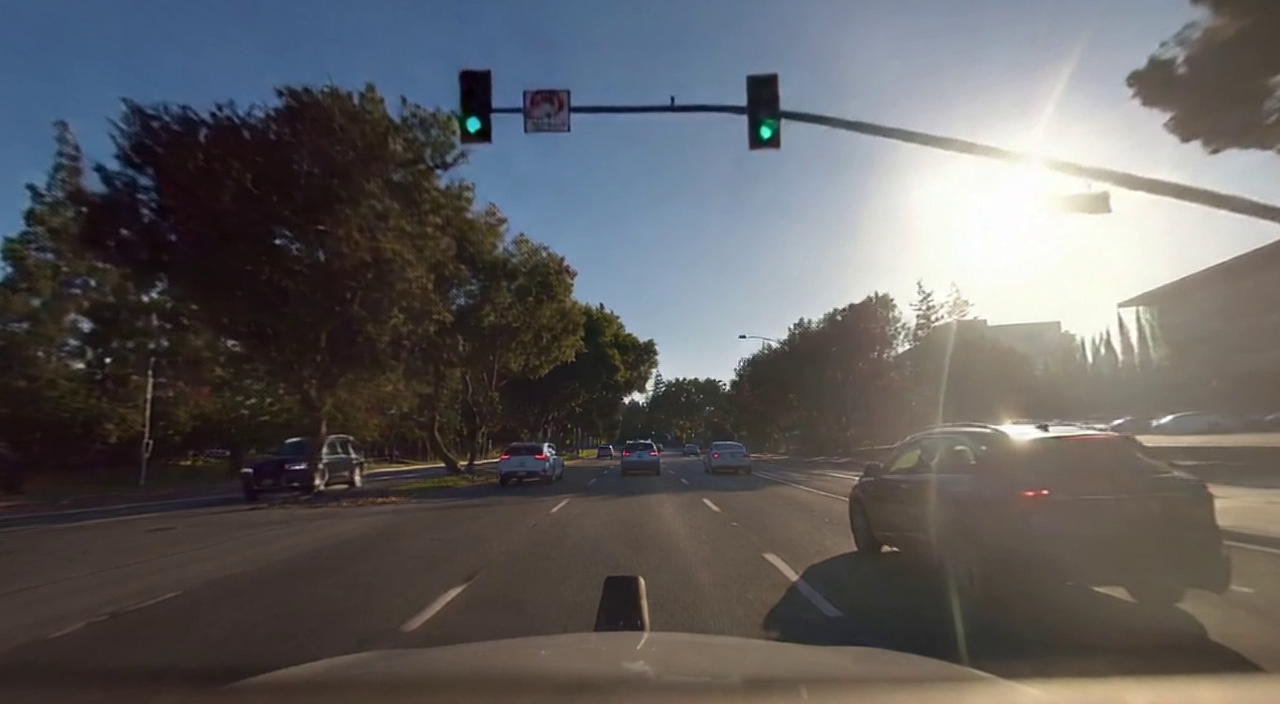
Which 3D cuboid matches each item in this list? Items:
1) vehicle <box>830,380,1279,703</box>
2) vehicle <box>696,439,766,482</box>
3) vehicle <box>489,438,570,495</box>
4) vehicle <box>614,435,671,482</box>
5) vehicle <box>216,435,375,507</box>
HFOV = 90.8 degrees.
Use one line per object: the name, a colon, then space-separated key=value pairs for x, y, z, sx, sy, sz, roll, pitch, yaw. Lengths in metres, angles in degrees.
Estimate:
vehicle: x=3.457 y=1.307 z=5.585 sx=2.069 sy=1.644 sz=4.714 roll=0 pitch=-8 yaw=0
vehicle: x=3.481 y=4.251 z=24.989 sx=2.068 sy=1.541 sz=4.041 roll=0 pitch=-8 yaw=-1
vehicle: x=-3.381 y=3.566 z=20.094 sx=1.823 sy=1.602 sz=4.061 roll=0 pitch=-8 yaw=0
vehicle: x=0.063 y=4.303 z=25.794 sx=2.150 sy=1.725 sz=4.096 roll=0 pitch=-8 yaw=-1
vehicle: x=-9.491 y=3.281 z=17.909 sx=2.045 sy=1.730 sz=4.375 roll=0 pitch=-8 yaw=0
